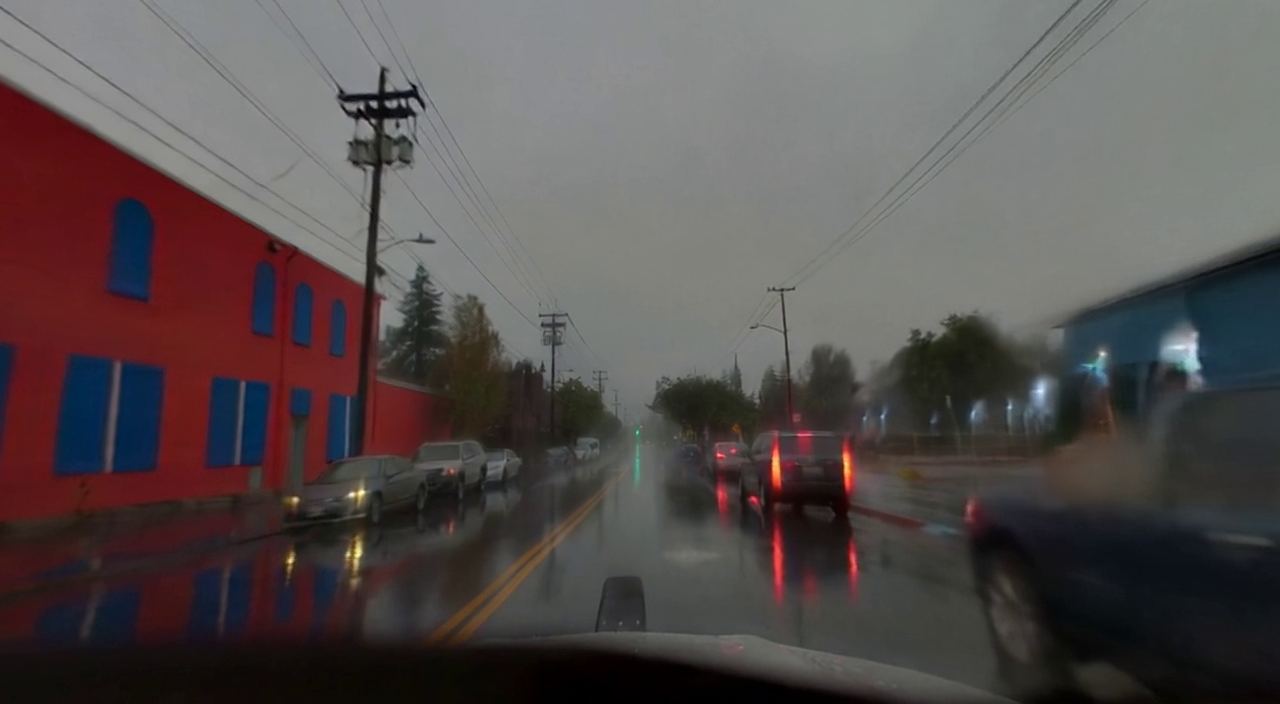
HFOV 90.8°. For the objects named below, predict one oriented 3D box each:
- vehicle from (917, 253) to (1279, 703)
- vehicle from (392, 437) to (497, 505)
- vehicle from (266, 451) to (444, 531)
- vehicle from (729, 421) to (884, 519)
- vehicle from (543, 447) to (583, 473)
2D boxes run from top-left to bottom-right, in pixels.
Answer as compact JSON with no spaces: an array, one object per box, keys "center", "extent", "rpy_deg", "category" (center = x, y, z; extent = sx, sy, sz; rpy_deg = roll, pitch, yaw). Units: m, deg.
[{"center":[3.321,0.730,2.539],"extent":[2.263,1.996,4.870],"rpy_deg":[0,-9,1],"category":"vehicle"},{"center":[-6.058,3.705,20.140],"extent":[1.983,1.809,4.503],"rpy_deg":[-2,-9,-1],"category":"vehicle"},{"center":[-6.163,3.020,14.364],"extent":[1.844,1.486,4.474],"rpy_deg":[0,-9,2],"category":"vehicle"},{"center":[3.478,2.586,14.310],"extent":[2.182,1.824,4.622],"rpy_deg":[0,-9,-1],"category":"vehicle"},{"center":[-5.390,7.578,44.540],"extent":[1.910,1.488,3.999],"rpy_deg":[-5,-7,5],"category":"vehicle"}]
